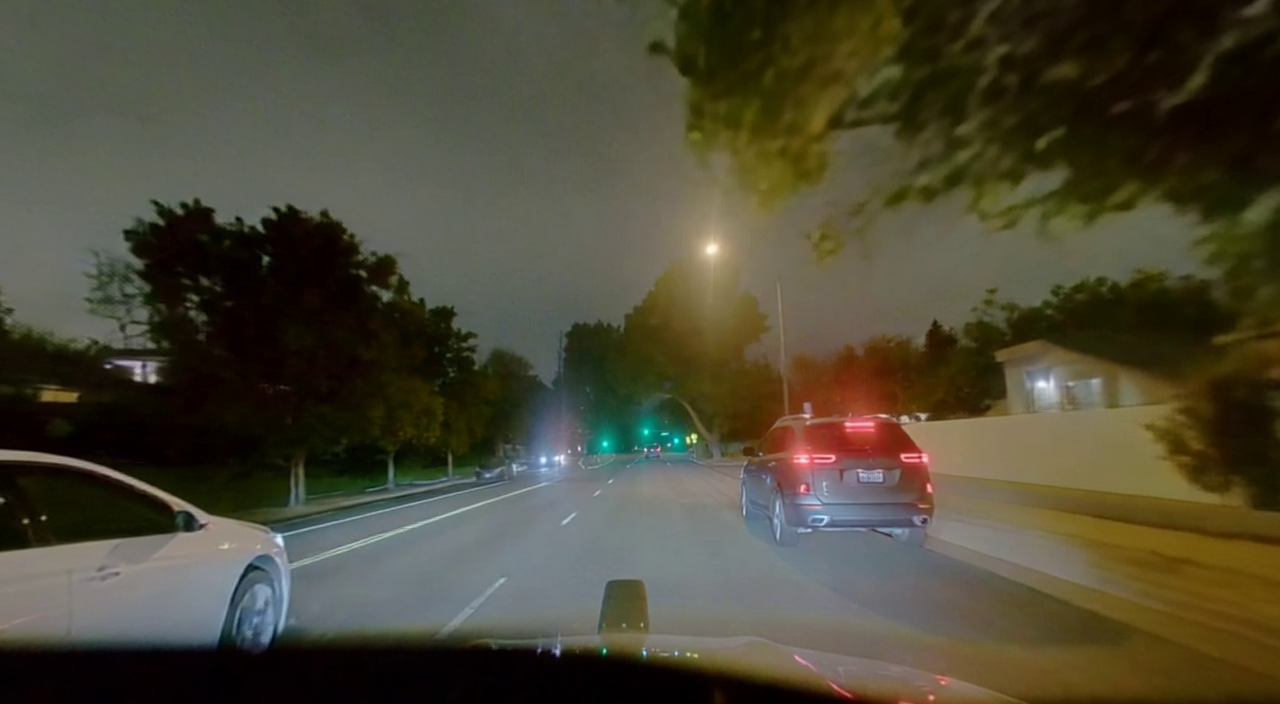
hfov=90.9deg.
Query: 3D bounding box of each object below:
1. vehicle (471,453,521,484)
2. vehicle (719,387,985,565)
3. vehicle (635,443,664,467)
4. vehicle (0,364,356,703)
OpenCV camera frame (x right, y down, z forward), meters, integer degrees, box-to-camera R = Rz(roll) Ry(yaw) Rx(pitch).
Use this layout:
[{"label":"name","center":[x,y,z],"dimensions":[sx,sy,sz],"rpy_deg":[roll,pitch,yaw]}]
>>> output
[{"label":"vehicle","center":[-8.567,6.948,37.881],"dimensions":[1.970,1.651,4.272],"rpy_deg":[0,-9,0]},{"label":"vehicle","center":[2.834,1.870,10.255],"dimensions":[2.338,2.063,5.592],"rpy_deg":[0,-9,0]},{"label":"vehicle","center":[0.728,8.130,49.841],"dimensions":[2.138,1.729,4.178],"rpy_deg":[0,-9,1]},{"label":"vehicle","center":[-3.194,0.925,2.388],"dimensions":[2.058,1.659,4.514],"rpy_deg":[-1,-9,1]}]
